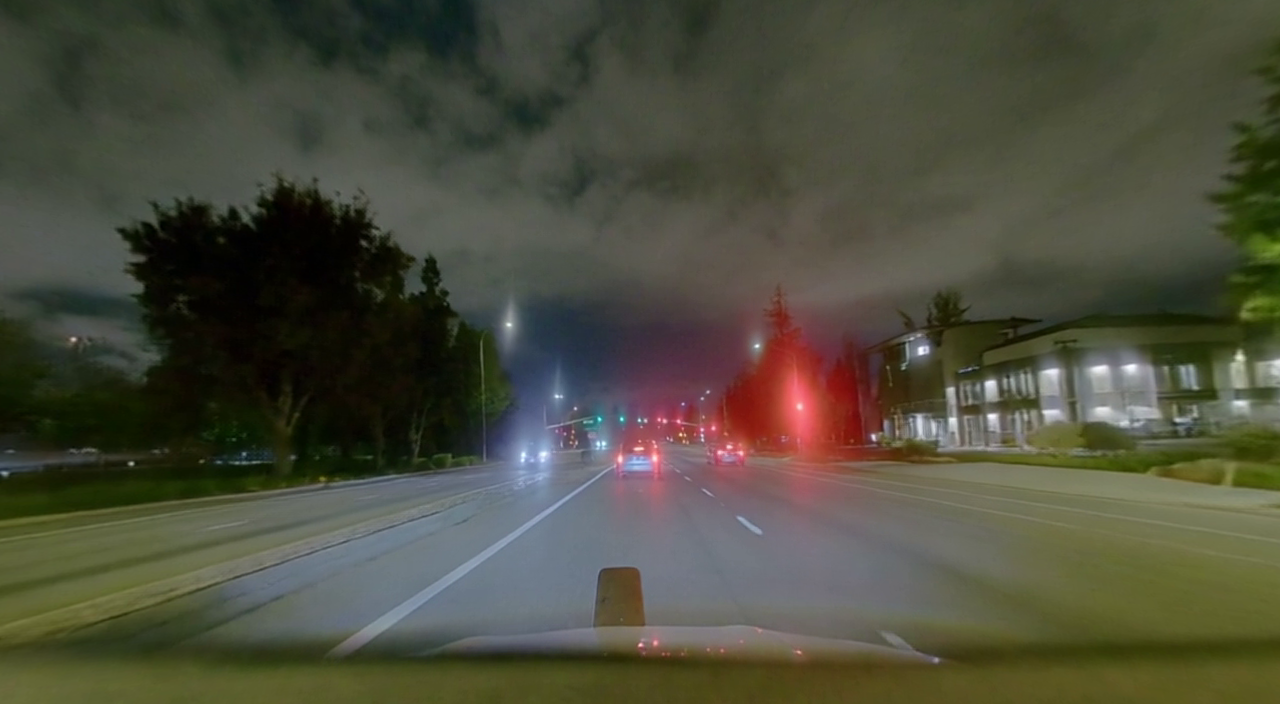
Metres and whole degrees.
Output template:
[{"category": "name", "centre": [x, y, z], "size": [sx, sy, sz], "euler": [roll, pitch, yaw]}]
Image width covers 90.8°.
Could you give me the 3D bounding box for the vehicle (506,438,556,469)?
[{"category": "vehicle", "centre": [-6.562, 6.181, 38.611], "size": [2.174, 1.802, 4.591], "euler": [0, -9, 0]}]

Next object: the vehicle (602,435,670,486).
[{"category": "vehicle", "centre": [-0.110, 3.803, 22.485], "size": [2.181, 1.639, 4.127], "euler": [0, -9, 1]}]

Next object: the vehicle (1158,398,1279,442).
[{"category": "vehicle", "centre": [22.502, 2.525, 23.580], "size": [4.531, 1.432, 1.949], "euler": [-3, -9, -1]}]

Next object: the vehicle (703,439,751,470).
[{"category": "vehicle", "centre": [4.787, 5.694, 35.319], "size": [1.987, 1.613, 4.081], "euler": [0, -9, -1]}]
